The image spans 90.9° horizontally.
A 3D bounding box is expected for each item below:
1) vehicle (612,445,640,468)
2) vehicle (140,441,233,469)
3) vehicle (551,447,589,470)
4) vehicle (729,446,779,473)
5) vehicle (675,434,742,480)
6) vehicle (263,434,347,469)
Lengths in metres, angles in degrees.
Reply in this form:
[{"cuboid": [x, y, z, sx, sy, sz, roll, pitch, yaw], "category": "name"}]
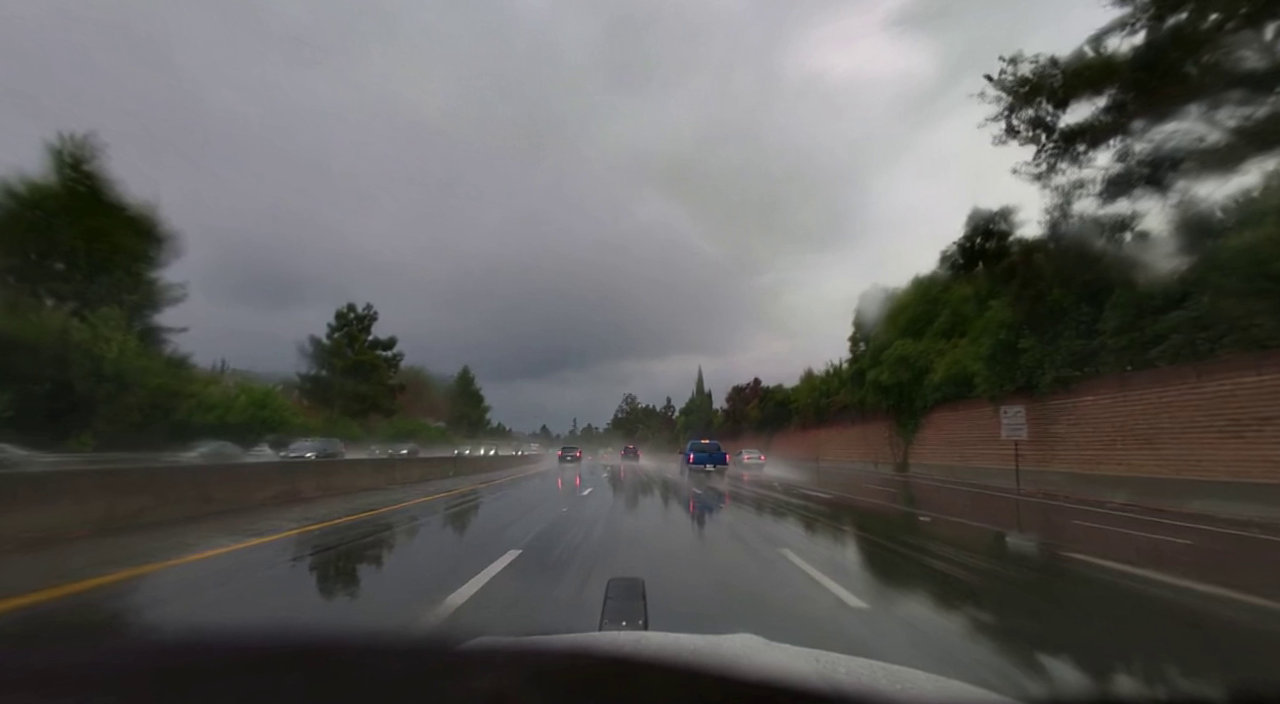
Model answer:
[{"cuboid": [-1.098, 7.863, 47.690, 2.050, 1.607, 3.821, 0, -8, -3], "category": "vehicle"}, {"cuboid": [-26.135, 5.947, 36.579, 1.966, 1.484, 4.897, 0, -8, -3], "category": "vehicle"}, {"cuboid": [-4.926, 7.539, 45.090, 2.411, 1.509, 4.641, 0, -8, -3], "category": "vehicle"}, {"cuboid": [6.944, 6.569, 38.790, 1.976, 1.485, 4.925, 0, -8, -2], "category": "vehicle"}, {"cuboid": [3.143, 4.987, 30.299, 2.374, 1.952, 5.431, 0, -8, -3], "category": "vehicle"}, {"cuboid": [-18.165, 5.408, 34.482, 2.110, 1.792, 4.738, 0, -8, -2], "category": "vehicle"}]
